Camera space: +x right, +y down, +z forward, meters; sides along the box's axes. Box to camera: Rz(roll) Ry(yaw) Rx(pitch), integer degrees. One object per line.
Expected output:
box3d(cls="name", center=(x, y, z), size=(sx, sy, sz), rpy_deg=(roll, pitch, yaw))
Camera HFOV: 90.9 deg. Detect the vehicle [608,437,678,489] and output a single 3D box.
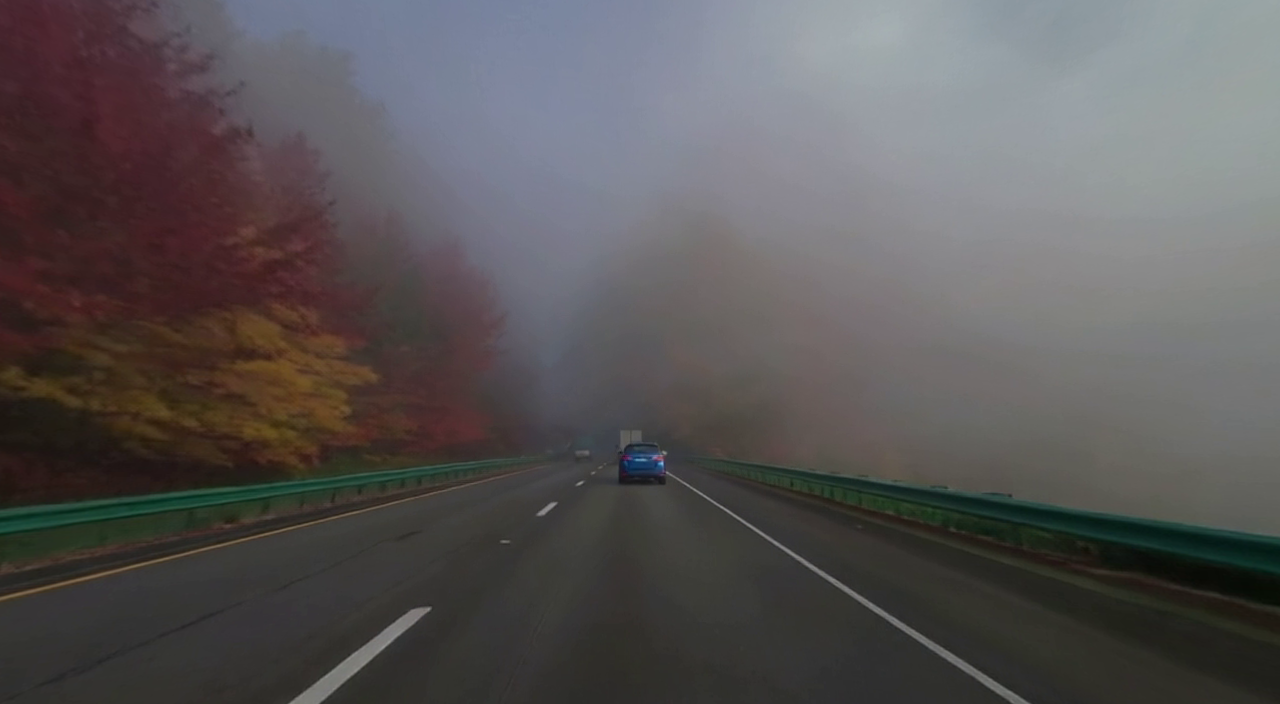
box3d(cls="vehicle", center=(0.038, 3.559, 20.627), size=(2.057, 1.516, 4.065), rpy_deg=(0, -8, -1))
